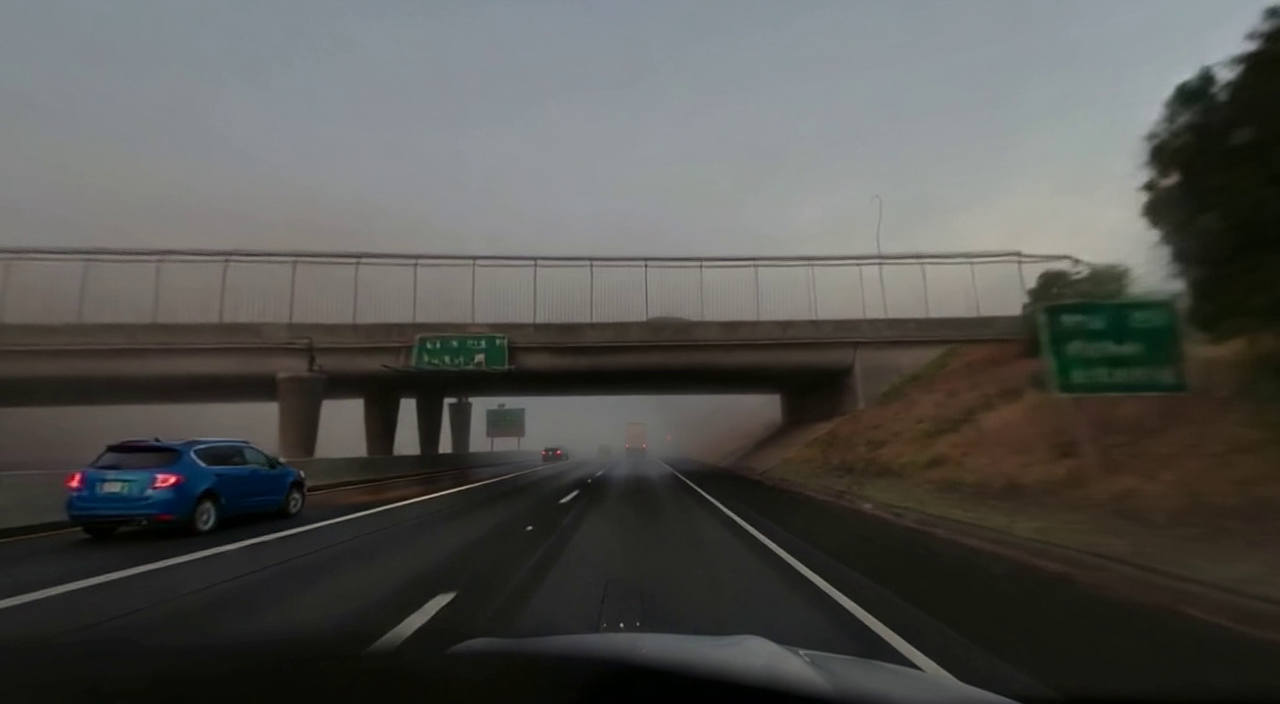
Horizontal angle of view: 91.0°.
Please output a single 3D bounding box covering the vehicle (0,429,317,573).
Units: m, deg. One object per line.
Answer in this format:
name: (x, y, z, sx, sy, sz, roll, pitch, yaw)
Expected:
vehicle: (-6.997, 1.965, 9.186, 2.096, 1.541, 4.610, 0, -8, 0)
